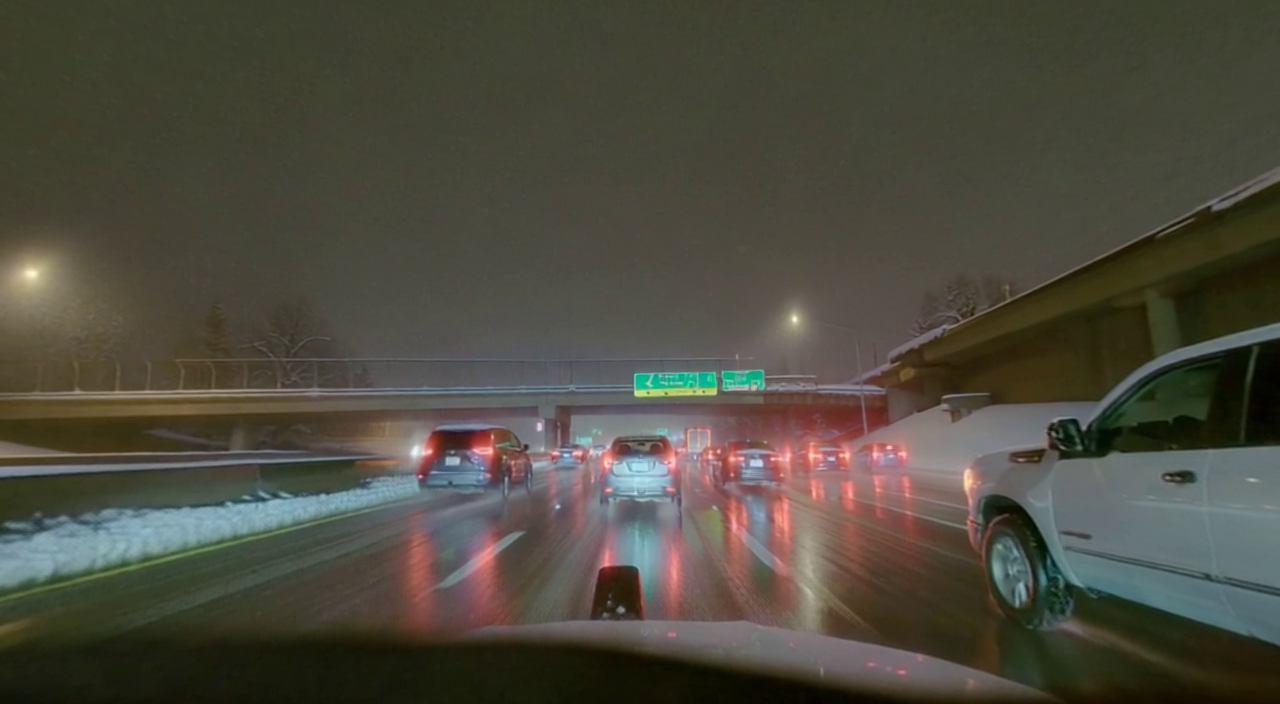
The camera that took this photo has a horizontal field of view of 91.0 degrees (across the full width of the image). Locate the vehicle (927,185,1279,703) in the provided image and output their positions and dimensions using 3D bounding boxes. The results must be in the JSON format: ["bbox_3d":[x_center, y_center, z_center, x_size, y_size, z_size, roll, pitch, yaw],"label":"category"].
[{"bbox_3d":[3.521,0.544,2.476,2.300,2.242,5.327,0,-9,1],"label":"vehicle"}]

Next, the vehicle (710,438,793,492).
[{"bbox_3d":[3.697,3.854,21.837,2.022,1.633,4.651,1,-9,0],"label":"vehicle"}]

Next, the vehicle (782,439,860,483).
[{"bbox_3d":[7.883,4.778,27.945,2.054,1.769,4.693,0,-9,0],"label":"vehicle"}]

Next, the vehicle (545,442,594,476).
[{"bbox_3d":[-3.703,5.701,33.890,1.982,1.655,4.604,0,-9,2],"label":"vehicle"}]

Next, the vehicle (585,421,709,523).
[{"bbox_3d":[0.159,2.427,13.175,2.181,1.756,4.167,0,-9,1],"label":"vehicle"}]

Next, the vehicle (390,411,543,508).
[{"bbox_3d":[-4.271,2.810,16.855,2.212,2.101,6.052,0,-9,2],"label":"vehicle"}]

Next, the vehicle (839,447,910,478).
[{"bbox_3d":[12.151,5.737,32.970,1.945,1.498,4.385,1,-9,-1],"label":"vehicle"}]
